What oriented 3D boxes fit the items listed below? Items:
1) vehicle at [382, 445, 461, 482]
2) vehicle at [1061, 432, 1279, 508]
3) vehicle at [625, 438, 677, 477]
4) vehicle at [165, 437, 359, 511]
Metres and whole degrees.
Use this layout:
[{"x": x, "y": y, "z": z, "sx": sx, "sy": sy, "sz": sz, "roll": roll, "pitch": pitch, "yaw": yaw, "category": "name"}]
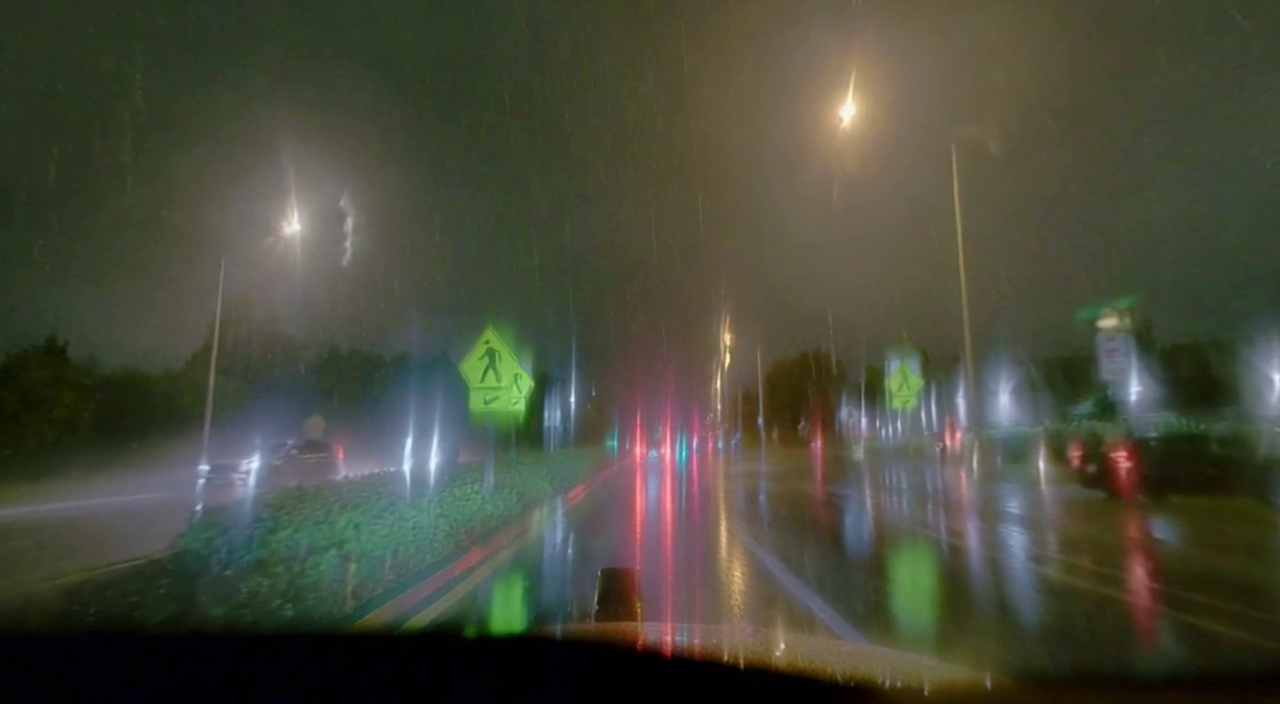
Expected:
[{"x": -10.160, "y": 5.210, "z": 29.767, "sx": 2.197, "sy": 1.606, "sz": 4.034, "roll": -1, "pitch": -9, "yaw": 2, "category": "vehicle"}, {"x": 11.918, "y": 2.448, "z": 13.373, "sx": 4.627, "sy": 1.444, "sz": 1.956, "roll": 0, "pitch": -9, "yaw": -3, "category": "vehicle"}, {"x": 0.512, "y": 4.734, "z": 28.527, "sx": 2.158, "sy": 1.600, "sz": 3.865, "roll": -1, "pitch": -8, "yaw": 2, "category": "vehicle"}, {"x": -10.462, "y": 3.396, "z": 18.174, "sx": 2.162, "sy": 1.767, "sz": 5.368, "roll": -1, "pitch": -9, "yaw": 1, "category": "vehicle"}]
